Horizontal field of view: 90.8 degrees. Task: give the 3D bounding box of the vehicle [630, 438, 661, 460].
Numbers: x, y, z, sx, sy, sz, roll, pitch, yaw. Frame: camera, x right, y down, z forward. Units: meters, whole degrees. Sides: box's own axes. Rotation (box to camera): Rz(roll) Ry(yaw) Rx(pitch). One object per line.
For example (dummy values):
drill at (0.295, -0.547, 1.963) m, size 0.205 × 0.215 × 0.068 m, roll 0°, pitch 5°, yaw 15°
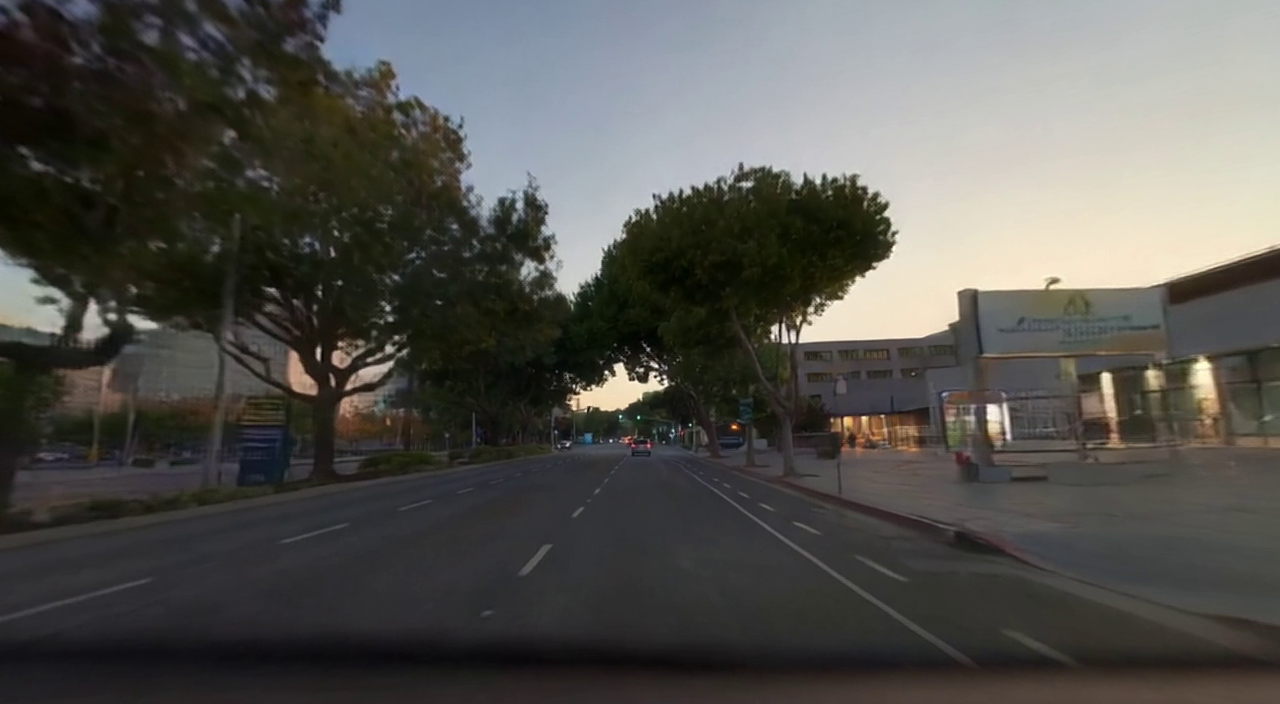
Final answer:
vehicle at (0.343, 6.799, 44.510) m, size 2.115 × 1.461 × 3.976 m, roll 0°, pitch -8°, yaw -1°
